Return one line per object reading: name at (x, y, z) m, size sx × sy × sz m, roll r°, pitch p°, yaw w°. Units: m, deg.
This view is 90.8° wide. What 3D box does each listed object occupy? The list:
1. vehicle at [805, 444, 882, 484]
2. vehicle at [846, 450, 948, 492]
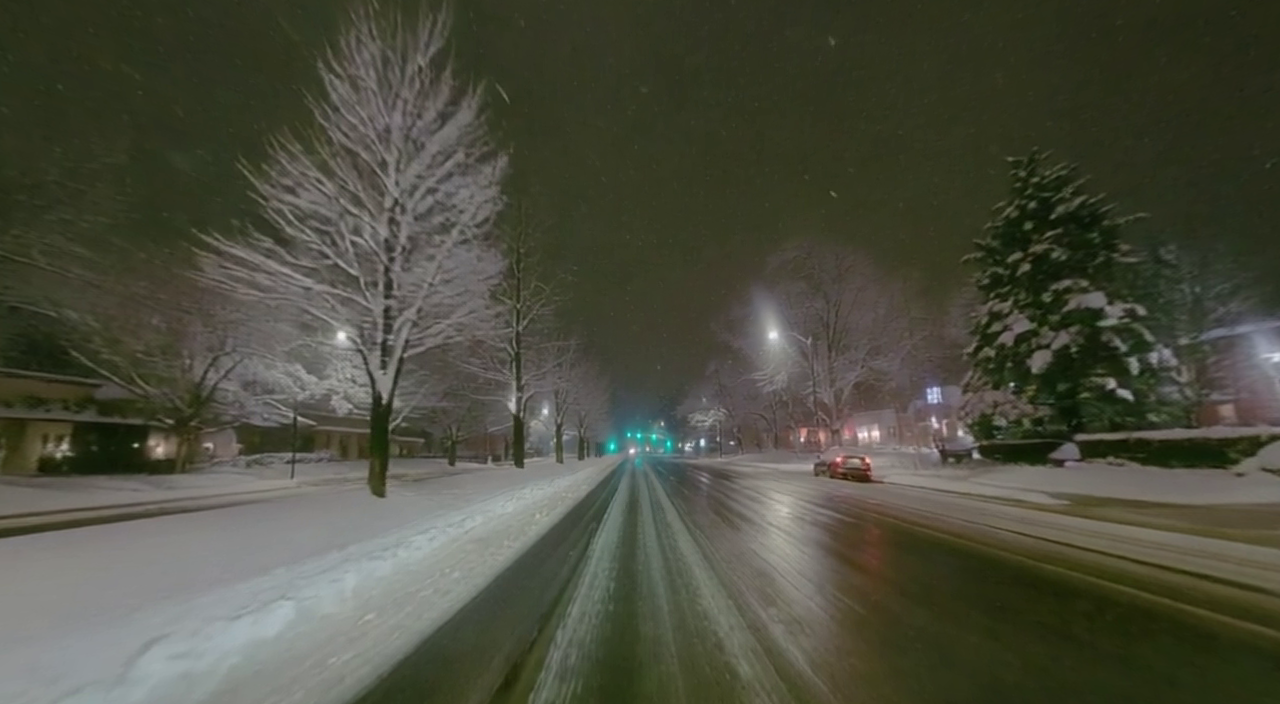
vehicle at (9.769, 5.395, 30.723) m, size 2.159 × 1.767 × 4.617 m, roll 0°, pitch -9°, yaw 0°
vehicle at (9.918, 4.617, 24.833) m, size 1.885 × 1.461 × 4.751 m, roll 0°, pitch -9°, yaw -2°
